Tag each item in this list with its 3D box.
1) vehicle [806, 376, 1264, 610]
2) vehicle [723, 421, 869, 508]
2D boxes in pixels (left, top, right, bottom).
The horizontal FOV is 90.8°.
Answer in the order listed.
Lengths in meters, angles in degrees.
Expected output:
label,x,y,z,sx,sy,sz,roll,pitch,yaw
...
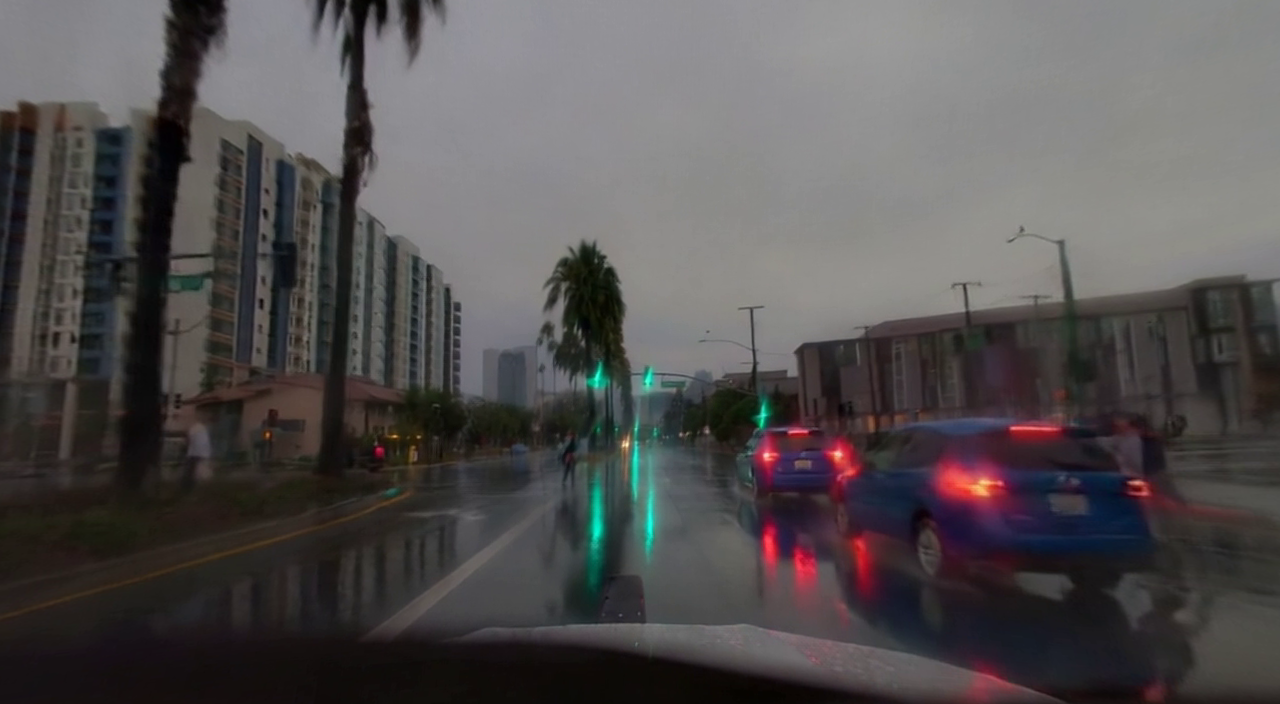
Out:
label,x,y,z,sx,sy,sz,roll,pitch,yaw
vehicle,3.628,1.414,7.230,2.060,1.756,4.770,0,-9,-1
vehicle,3.242,2.450,14.117,2.060,1.631,4.169,0,-9,-2
